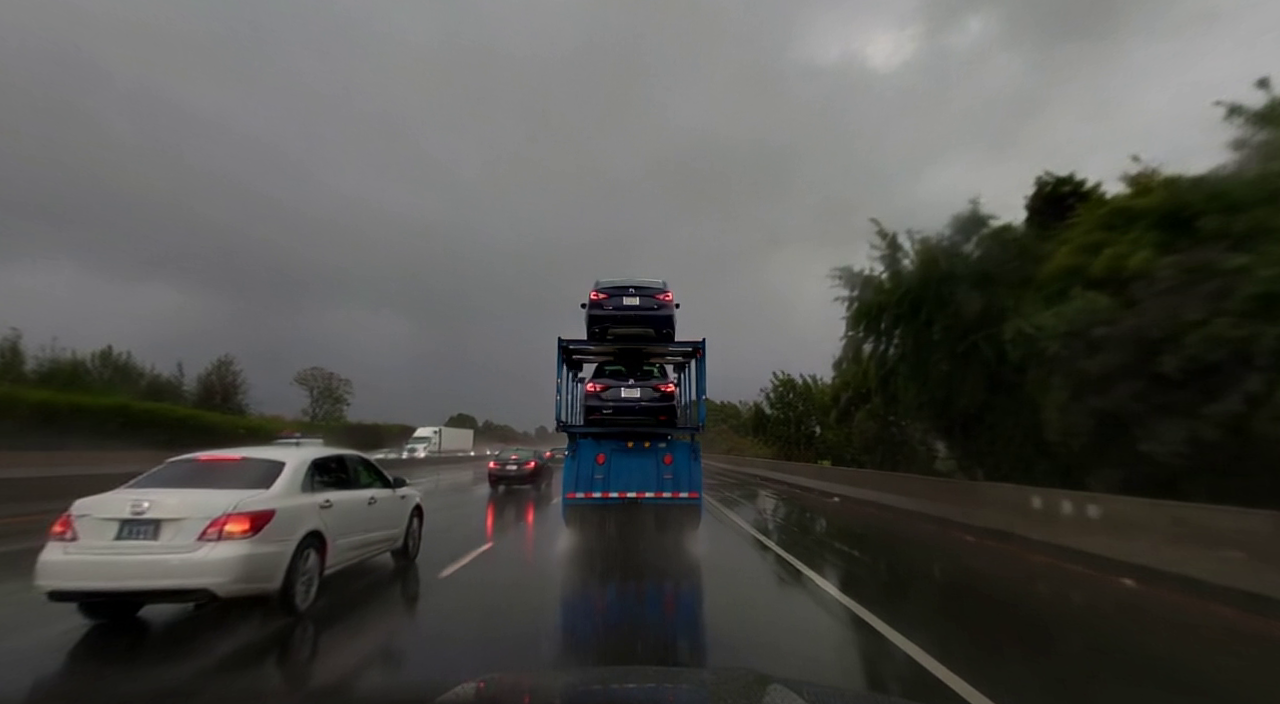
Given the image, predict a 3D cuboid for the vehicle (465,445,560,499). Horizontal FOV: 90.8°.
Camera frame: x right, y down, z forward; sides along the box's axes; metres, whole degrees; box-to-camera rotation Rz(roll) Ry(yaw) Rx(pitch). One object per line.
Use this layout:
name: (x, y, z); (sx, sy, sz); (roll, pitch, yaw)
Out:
vehicle: (-3.821, 3.662, 19.757); (1.947, 1.470, 4.526); (0, -9, 1)

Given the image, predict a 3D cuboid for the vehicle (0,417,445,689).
vehicle: (-3.367, 1.410, 5.455); (2.149, 1.497, 3.753); (0, -9, 0)

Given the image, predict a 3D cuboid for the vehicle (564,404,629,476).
vehicle: (-2.977, 5.581, 39.394); (2.995, 3.854, 10.505); (1, -9, -10)

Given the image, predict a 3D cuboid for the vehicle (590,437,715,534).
vehicle: (0.170, 2.390, 11.777); (1.991, 1.507, 3.391); (0, -9, -1)
